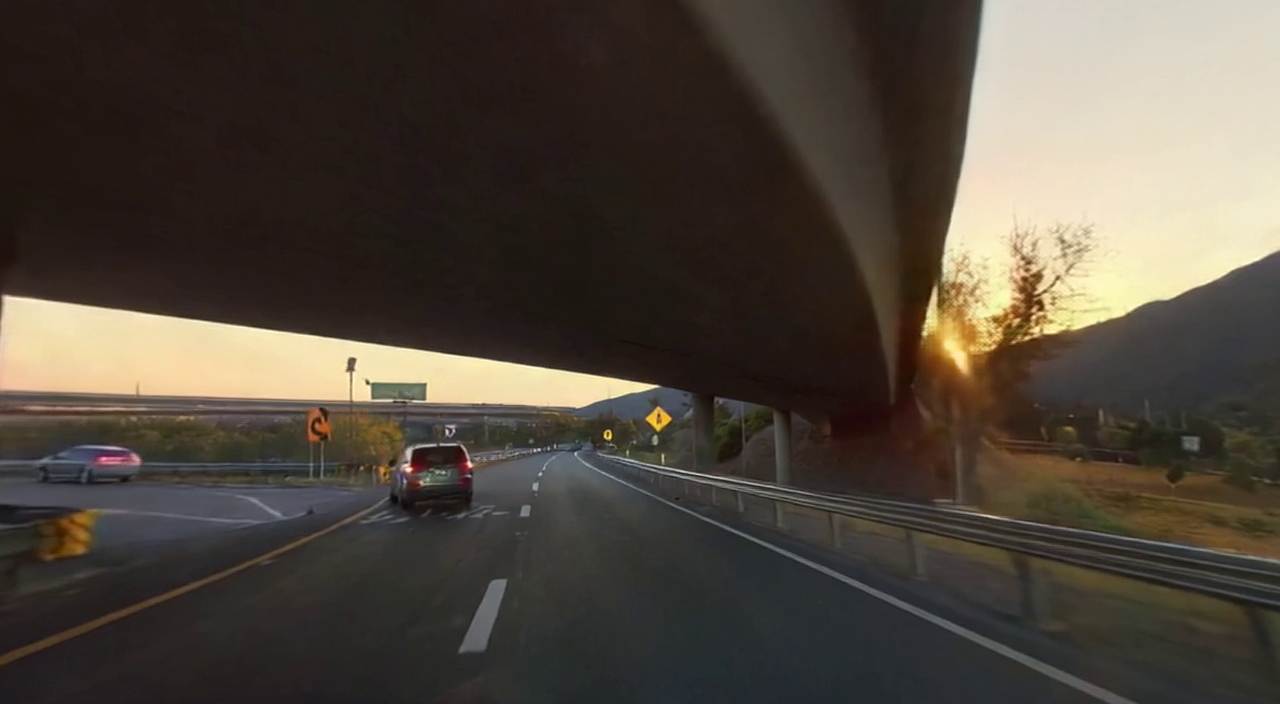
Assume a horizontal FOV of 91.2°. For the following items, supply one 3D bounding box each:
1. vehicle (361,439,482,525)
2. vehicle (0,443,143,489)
[{"bbox_3d":[-4.562,2.615,13.215,2.006,1.486,3.950,3,-9,-19],"label":"vehicle"},{"bbox_3d":[-20.482,4.007,22.232,4.278,1.505,2.018,-2,-9,10],"label":"vehicle"}]
